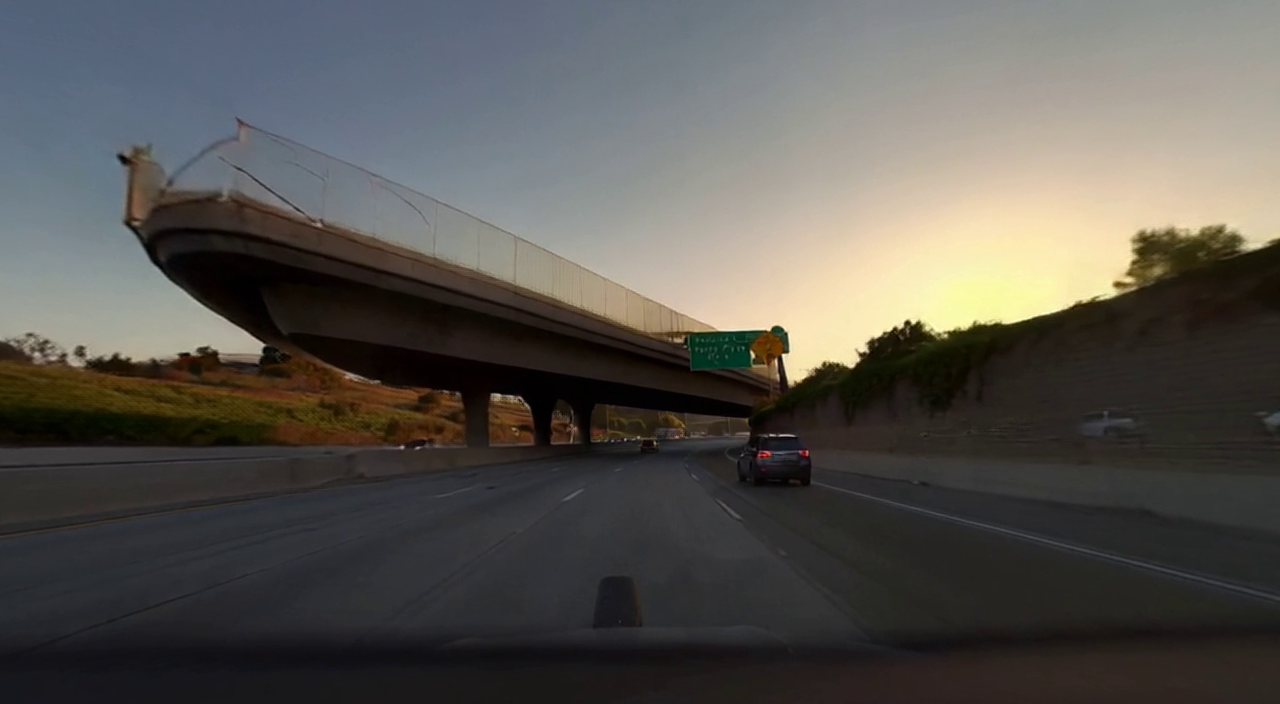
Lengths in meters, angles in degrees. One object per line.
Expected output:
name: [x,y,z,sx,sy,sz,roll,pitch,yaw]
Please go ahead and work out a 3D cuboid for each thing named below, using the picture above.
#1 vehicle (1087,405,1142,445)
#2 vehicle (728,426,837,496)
vehicle: [34.048,5.305,45.046,2.478,2.614,6.965,-8,-11,40]
vehicle: [3.820,2.997,17.669,2.090,1.715,4.228,0,-8,0]
